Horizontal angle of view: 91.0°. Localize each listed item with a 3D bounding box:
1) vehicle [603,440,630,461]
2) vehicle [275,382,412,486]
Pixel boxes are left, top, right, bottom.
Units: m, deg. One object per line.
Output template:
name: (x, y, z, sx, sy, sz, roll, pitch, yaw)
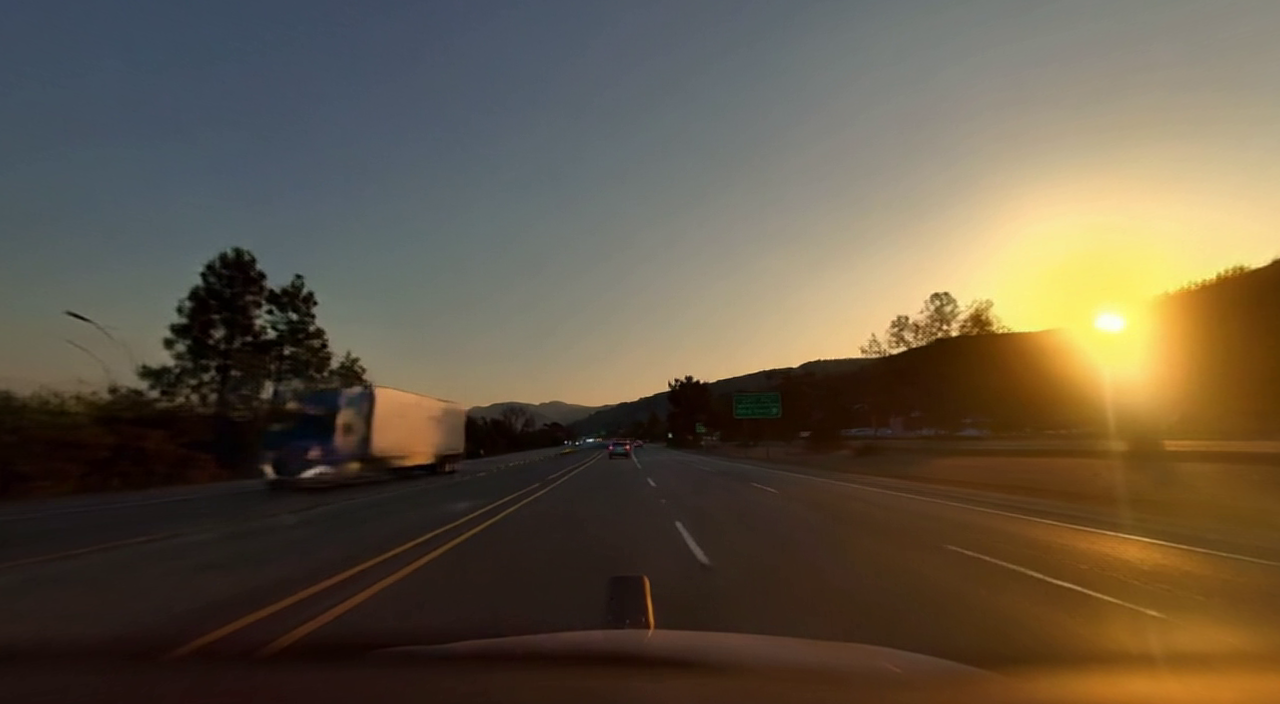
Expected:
vehicle: (-1.752, 7.506, 48.131, 2.009, 1.554, 4.013, 0, -8, -1)
vehicle: (-12.458, 3.554, 27.181, 2.992, 3.963, 6.037, 0, -8, -2)
